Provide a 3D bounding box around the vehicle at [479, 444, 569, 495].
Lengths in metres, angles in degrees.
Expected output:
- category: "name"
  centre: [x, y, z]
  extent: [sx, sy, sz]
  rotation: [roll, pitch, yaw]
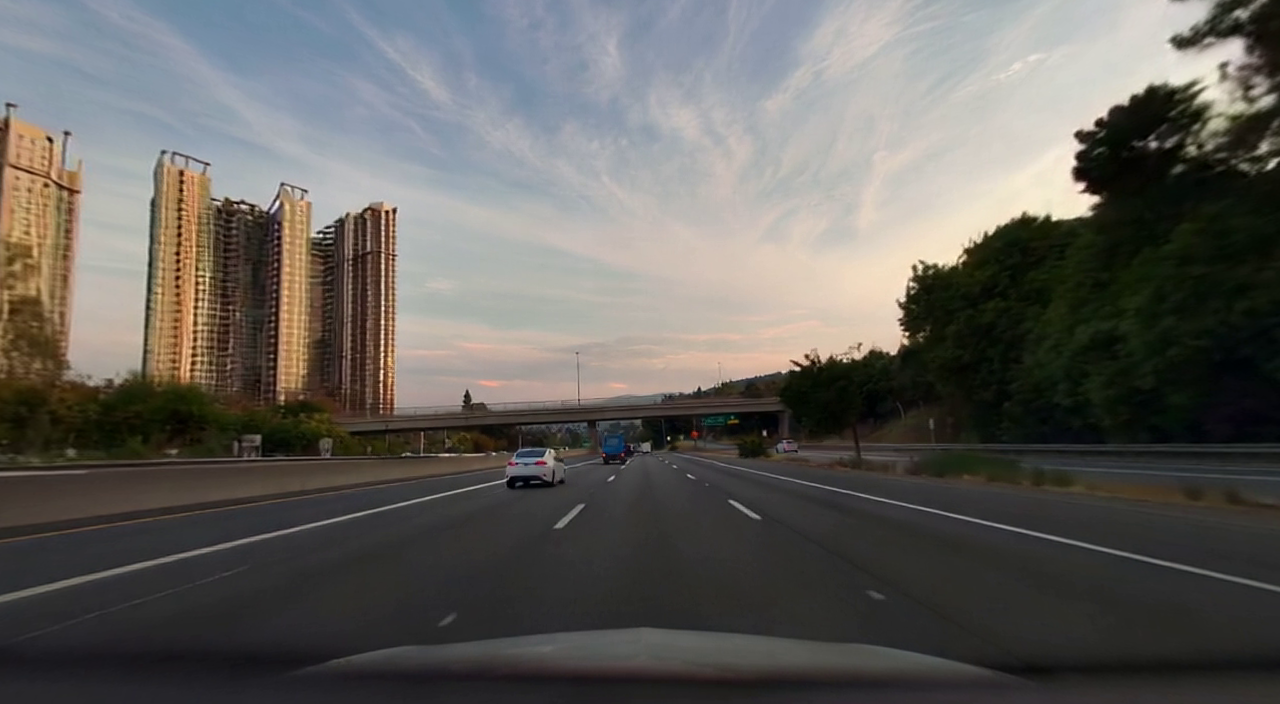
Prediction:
- category: "vehicle"
  centre: [-3.671, 3.827, 20.852]
  extent: [2.039, 1.478, 4.483]
  rotation: [0, -9, 1]
